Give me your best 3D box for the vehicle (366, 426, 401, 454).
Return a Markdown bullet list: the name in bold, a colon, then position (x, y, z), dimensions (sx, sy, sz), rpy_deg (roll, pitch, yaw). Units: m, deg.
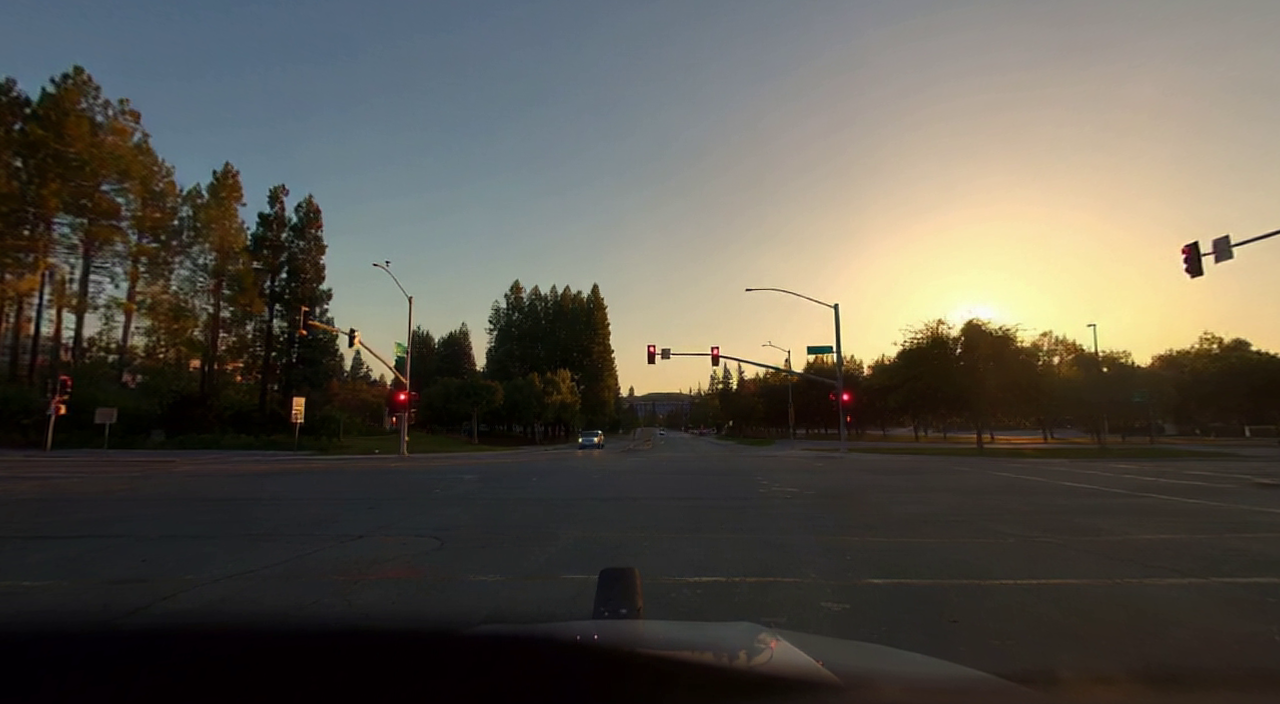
- **vehicle**: position (-20.001, 6.861, 48.868), dimensions (1.873, 2.079, 2.879), rpy_deg (5, -10, -33)
